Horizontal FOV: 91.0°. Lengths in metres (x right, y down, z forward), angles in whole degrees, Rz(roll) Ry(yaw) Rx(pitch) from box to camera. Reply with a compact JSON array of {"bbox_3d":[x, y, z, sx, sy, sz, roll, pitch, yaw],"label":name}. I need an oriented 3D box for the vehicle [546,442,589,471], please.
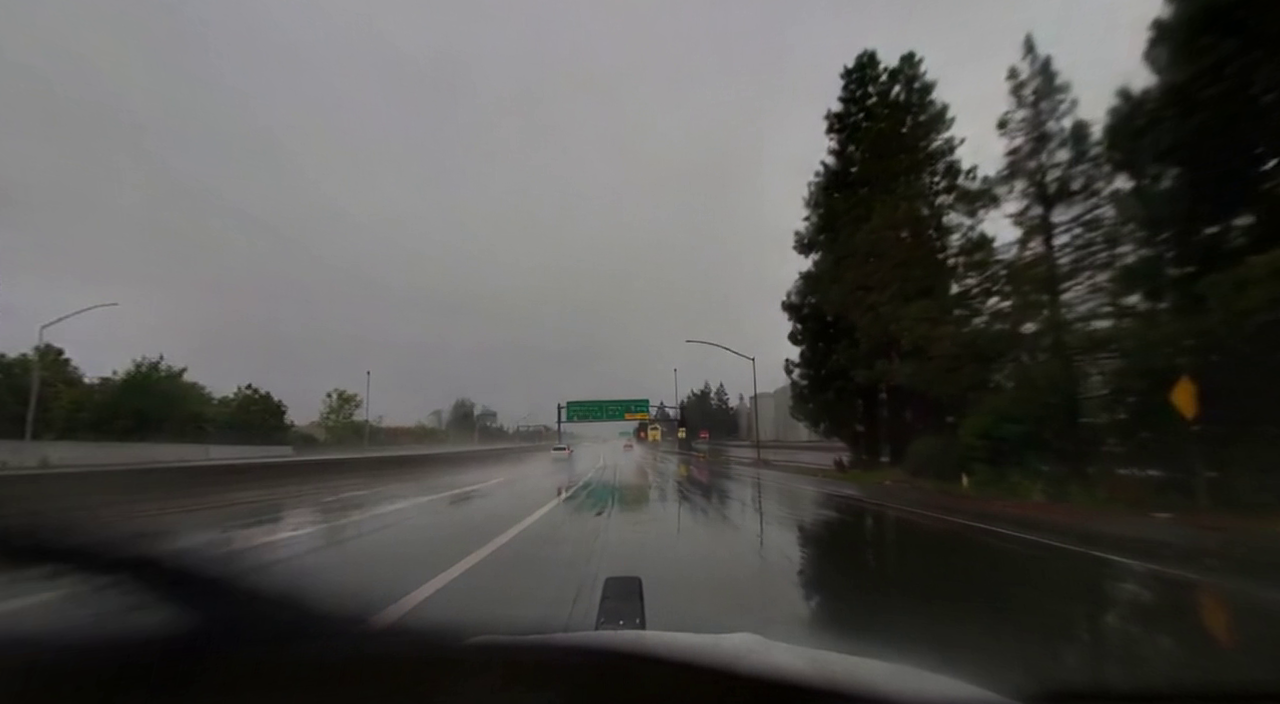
[{"bbox_3d":[-4.188,6.132,36.961,2.012,1.571,4.232,0,-9,0],"label":"vehicle"}]
